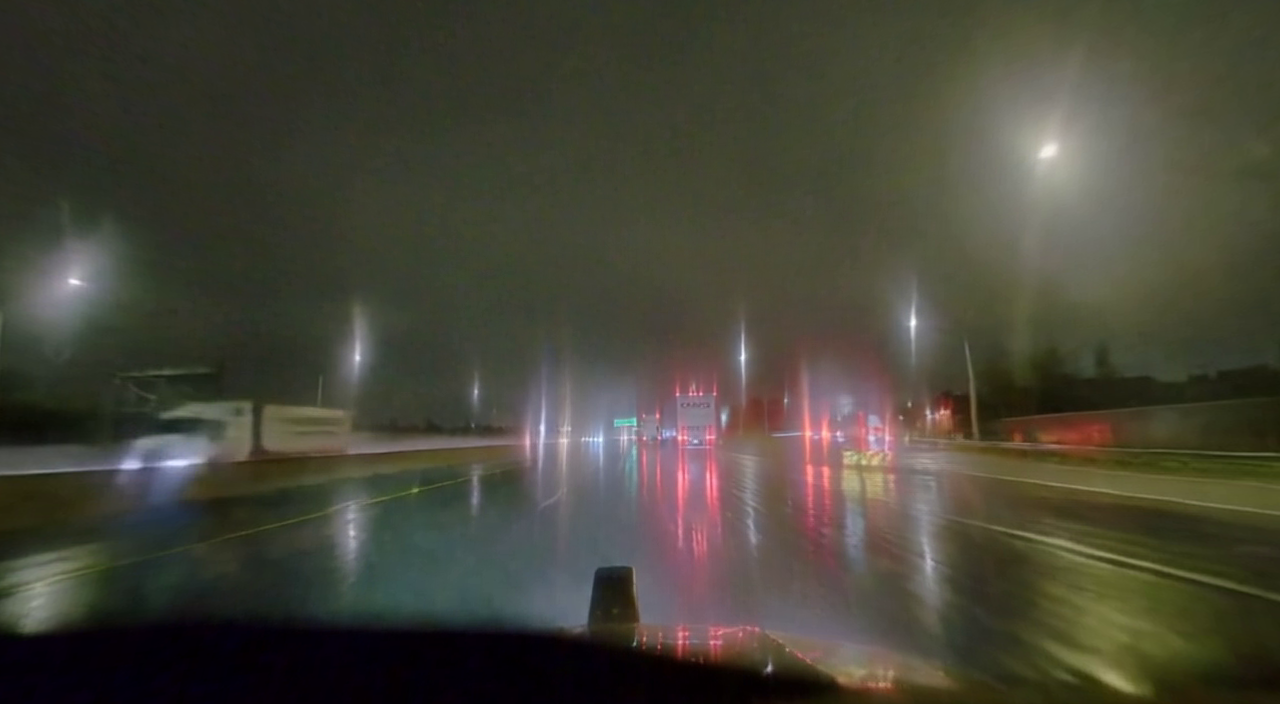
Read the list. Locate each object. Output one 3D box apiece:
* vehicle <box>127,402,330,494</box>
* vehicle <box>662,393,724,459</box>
[{"bbox_3d":[-16.568,3.982,26.437,2.818,3.191,8.511,0,-8,0],"label":"vehicle"},{"bbox_3d":[3.521,5.559,46.101,2.976,4.064,14.619,0,-8,-1],"label":"vehicle"}]
